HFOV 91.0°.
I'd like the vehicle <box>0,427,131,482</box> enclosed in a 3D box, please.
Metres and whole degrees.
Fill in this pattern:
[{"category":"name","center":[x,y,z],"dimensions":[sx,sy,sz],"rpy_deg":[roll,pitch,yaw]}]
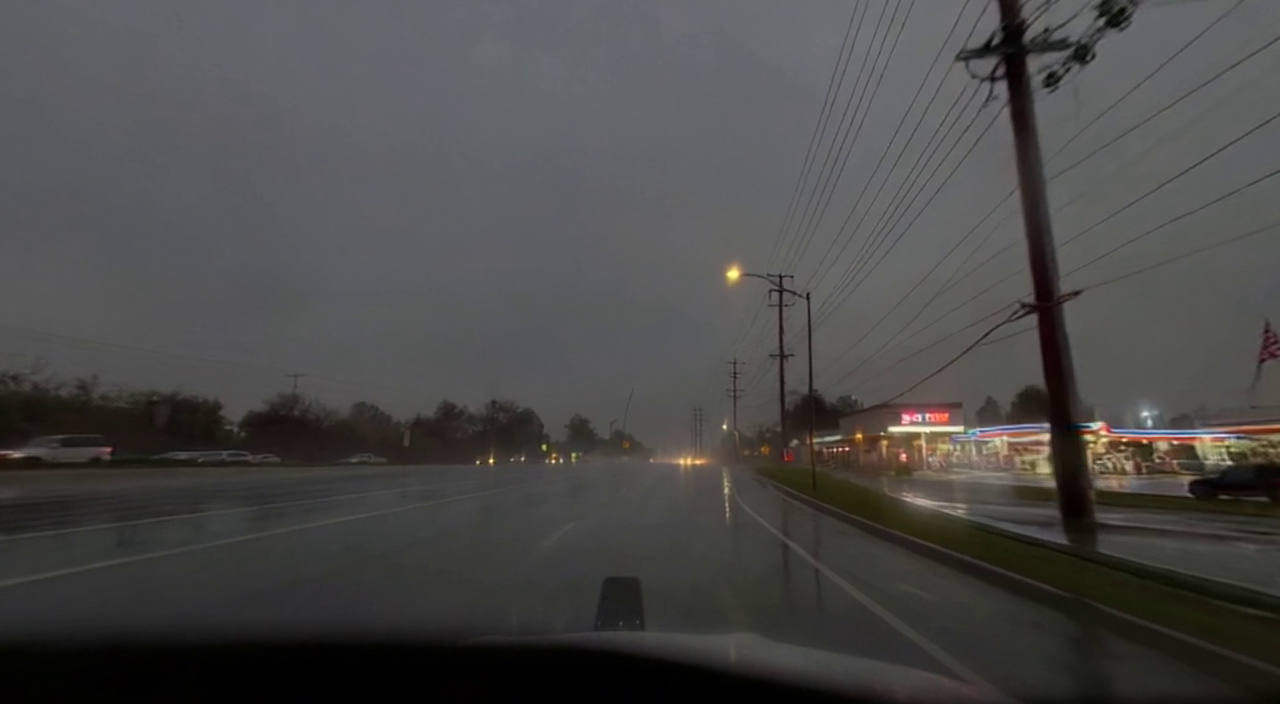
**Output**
[{"category":"vehicle","center":[-23.746,4.099,25.080],"dimensions":[5.785,2.002,2.241],"rpy_deg":[-4,-9,14]}]

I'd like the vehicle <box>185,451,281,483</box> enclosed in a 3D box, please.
[{"category":"vehicle","center":[-21.452,6.015,33.219],"dimensions":[4.147,1.562,1.805],"rpy_deg":[-2,-9,16]}]
